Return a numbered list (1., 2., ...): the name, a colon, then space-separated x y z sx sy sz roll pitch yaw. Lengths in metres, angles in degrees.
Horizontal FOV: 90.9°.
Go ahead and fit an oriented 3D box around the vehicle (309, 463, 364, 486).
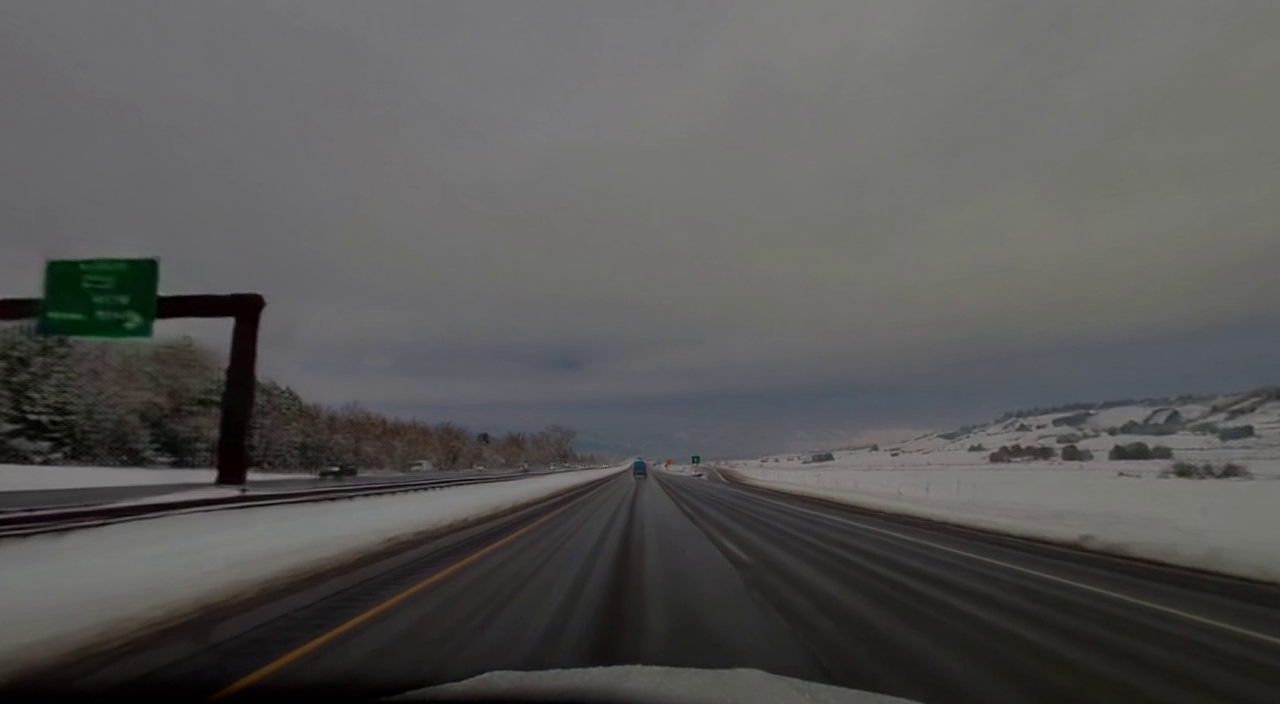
1. vehicle: -23.193 9.372 48.297 1.916 1.576 4.365 1 -10 1
